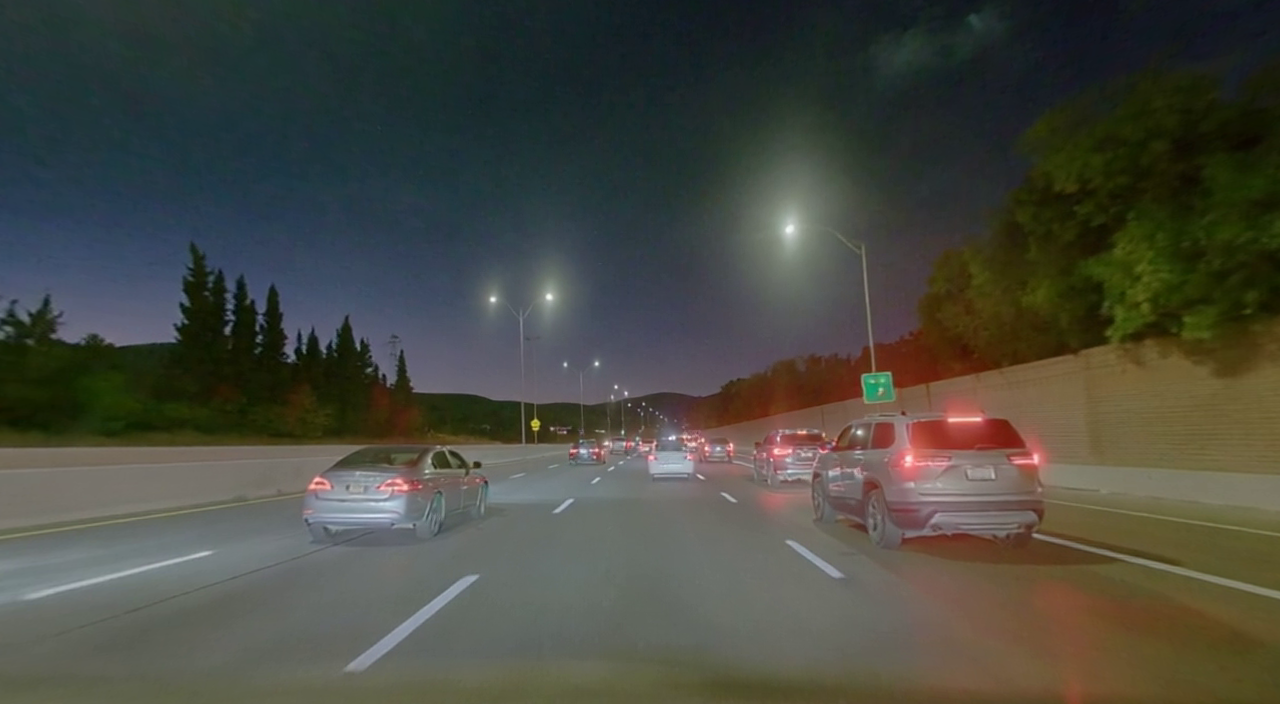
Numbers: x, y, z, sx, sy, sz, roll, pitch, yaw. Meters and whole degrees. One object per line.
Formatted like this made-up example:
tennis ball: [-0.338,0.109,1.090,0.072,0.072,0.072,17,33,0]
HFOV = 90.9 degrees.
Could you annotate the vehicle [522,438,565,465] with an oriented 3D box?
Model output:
vehicle: [-6.695,6.939,44.161,2.055,1.751,4.825,0,-8,3]

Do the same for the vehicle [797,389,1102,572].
vehicle: [3.664,1.605,8.593,1.930,1.831,4.344,0,-8,0]

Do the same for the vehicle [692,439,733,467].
vehicle: [4.091,5.747,36.138,1.855,1.513,3.915,0,-8,0]

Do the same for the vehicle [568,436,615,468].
vehicle: [-2.779,5.874,37.236,2.154,1.793,4.736,0,-8,3]

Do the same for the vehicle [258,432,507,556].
vehicle: [-3.523,2.008,9.717,1.961,1.456,4.362,0,-8,1]

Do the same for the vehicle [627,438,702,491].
vehicle: [0.708,3.449,19.762,2.105,1.471,3.978,0,-8,0]
